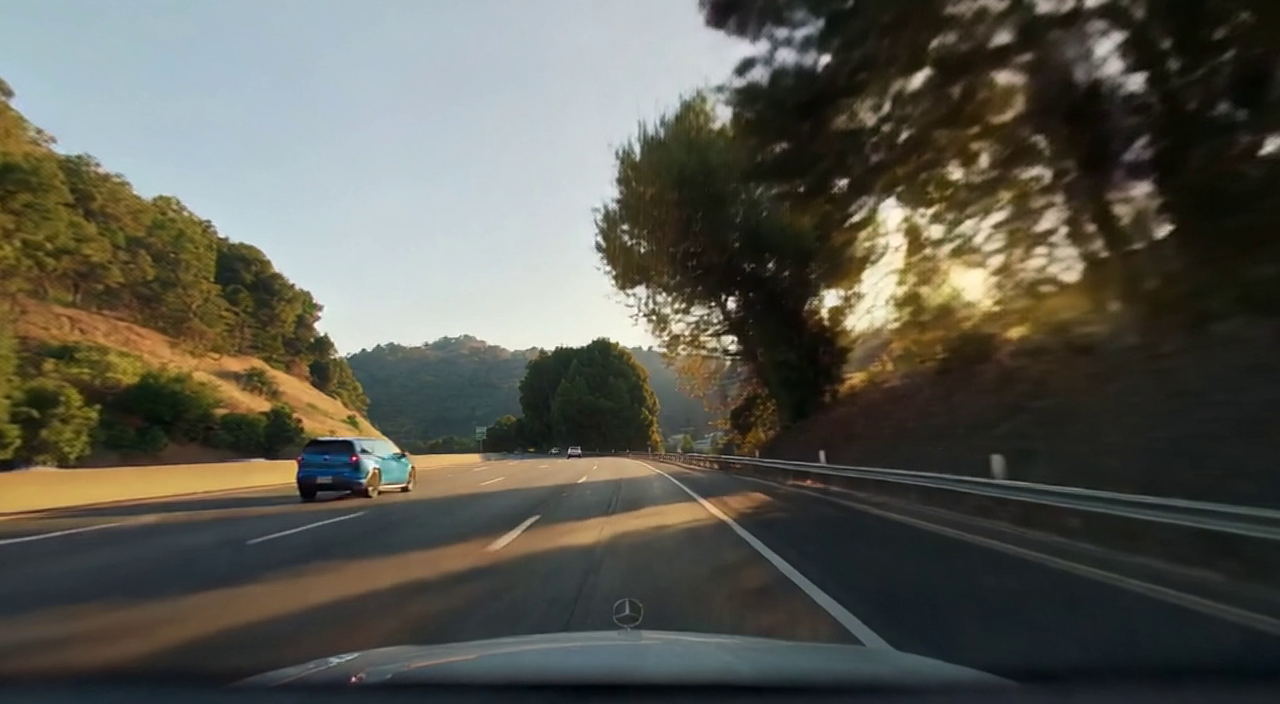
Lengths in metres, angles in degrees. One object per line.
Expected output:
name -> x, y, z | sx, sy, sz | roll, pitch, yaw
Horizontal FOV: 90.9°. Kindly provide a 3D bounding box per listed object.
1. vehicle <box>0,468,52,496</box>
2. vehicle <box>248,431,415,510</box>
vehicle -> -36.445, 7.425, 35.959 | 1.758, 1.423, 4.262 | 0, -8, -1
vehicle -> -7.665, 2.966, 16.309 | 2.046, 1.712, 4.533 | 0, -8, -1
